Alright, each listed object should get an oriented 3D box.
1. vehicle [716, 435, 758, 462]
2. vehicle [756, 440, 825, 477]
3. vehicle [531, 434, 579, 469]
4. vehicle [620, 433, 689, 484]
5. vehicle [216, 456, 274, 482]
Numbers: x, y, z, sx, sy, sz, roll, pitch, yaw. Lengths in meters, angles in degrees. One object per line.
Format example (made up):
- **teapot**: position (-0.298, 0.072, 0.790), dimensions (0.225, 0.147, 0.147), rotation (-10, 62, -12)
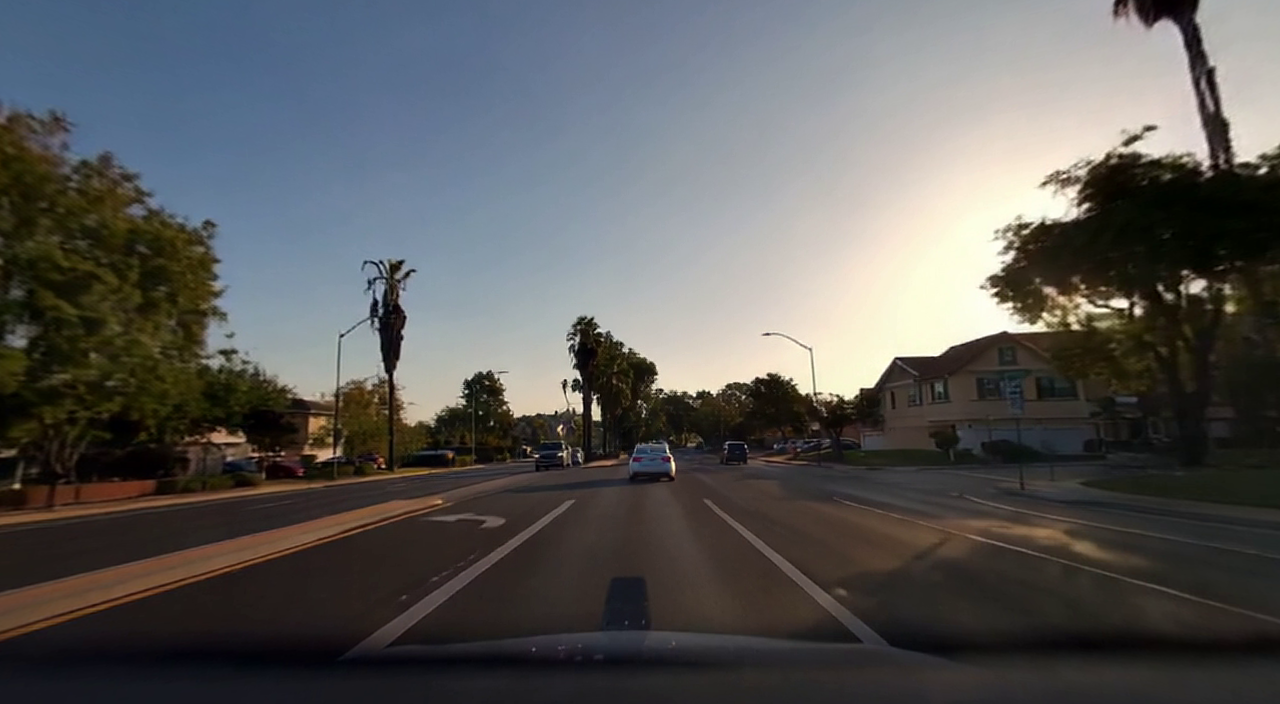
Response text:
- **vehicle**: position (7.526, 7.584, 49.712), dimensions (2.436, 2.010, 5.595), rotation (0, -8, 0)
- **vehicle**: position (6.465, 4.587, 27.518), dimensions (1.897, 1.477, 4.360), rotation (0, -8, 0)
- **vehicle**: position (-5.048, 5.989, 37.975), dimensions (2.193, 1.967, 4.600), rotation (0, -8, 1)
- **vehicle**: position (0.437, 3.851, 23.147), dimensions (2.289, 1.679, 4.180), rotation (0, -8, -1)
- **vehicle**: position (-25.555, 7.496, 40.738), dimensions (4.694, 1.484, 1.893), rotation (-8, -11, 42)
